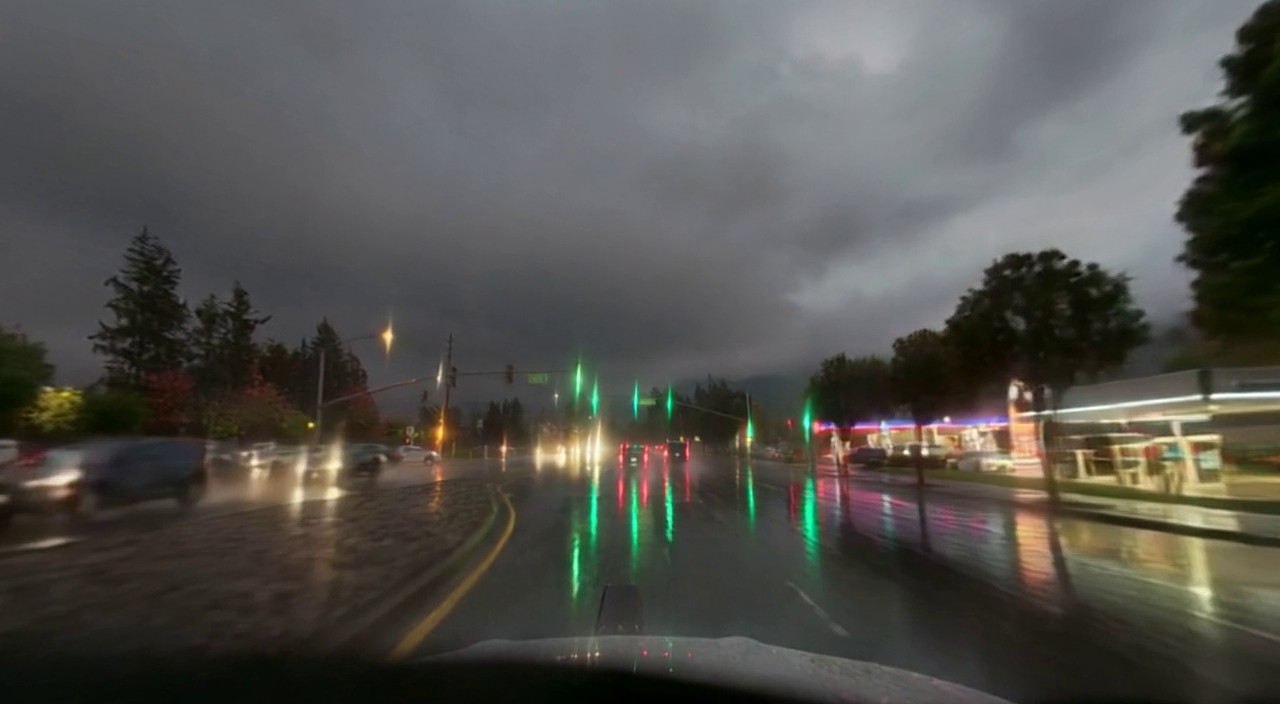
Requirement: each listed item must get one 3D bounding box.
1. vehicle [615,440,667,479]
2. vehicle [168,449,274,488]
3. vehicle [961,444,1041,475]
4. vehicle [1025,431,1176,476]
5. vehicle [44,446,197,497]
[{"bbox_3d":[0.013,4.768,28.125,2.145,1.572,4.021,1,-9,-1],"label":"vehicle"},{"bbox_3d":[-19.115,5.293,28.993,1.920,1.638,4.299,1,-9,0],"label":"vehicle"},{"bbox_3d":[20.308,6.072,35.666,1.950,1.519,4.860,-3,-9,5],"label":"vehicle"},{"bbox_3d":[20.515,4.584,28.542,2.254,1.804,5.953,0,-9,-1],"label":"vehicle"},{"bbox_3d":[-19.103,4.407,23.469,1.967,1.680,4.396,-1,-9,-1],"label":"vehicle"}]
